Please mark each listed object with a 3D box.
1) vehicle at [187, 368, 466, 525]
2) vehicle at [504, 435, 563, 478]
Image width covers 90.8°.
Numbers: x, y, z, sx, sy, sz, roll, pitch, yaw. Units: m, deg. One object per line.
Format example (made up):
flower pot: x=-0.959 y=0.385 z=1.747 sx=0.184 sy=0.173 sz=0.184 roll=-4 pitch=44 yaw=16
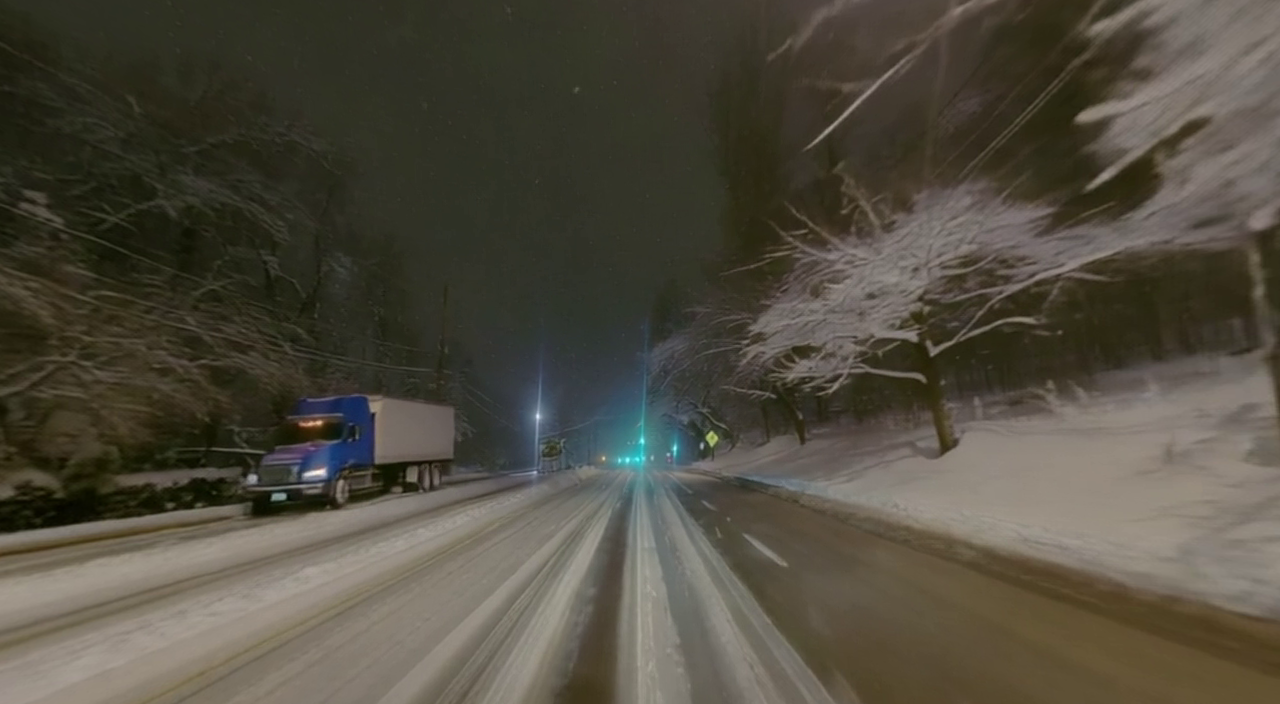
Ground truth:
vehicle: x=-8.160 y=2.645 z=18.755 sx=2.905 sy=3.359 sz=10.168 roll=0 pitch=-7 yaw=1
vehicle: x=-8.110 y=8.021 z=49.166 sx=2.781 sy=3.039 sz=8.581 roll=0 pitch=-8 yaw=2
